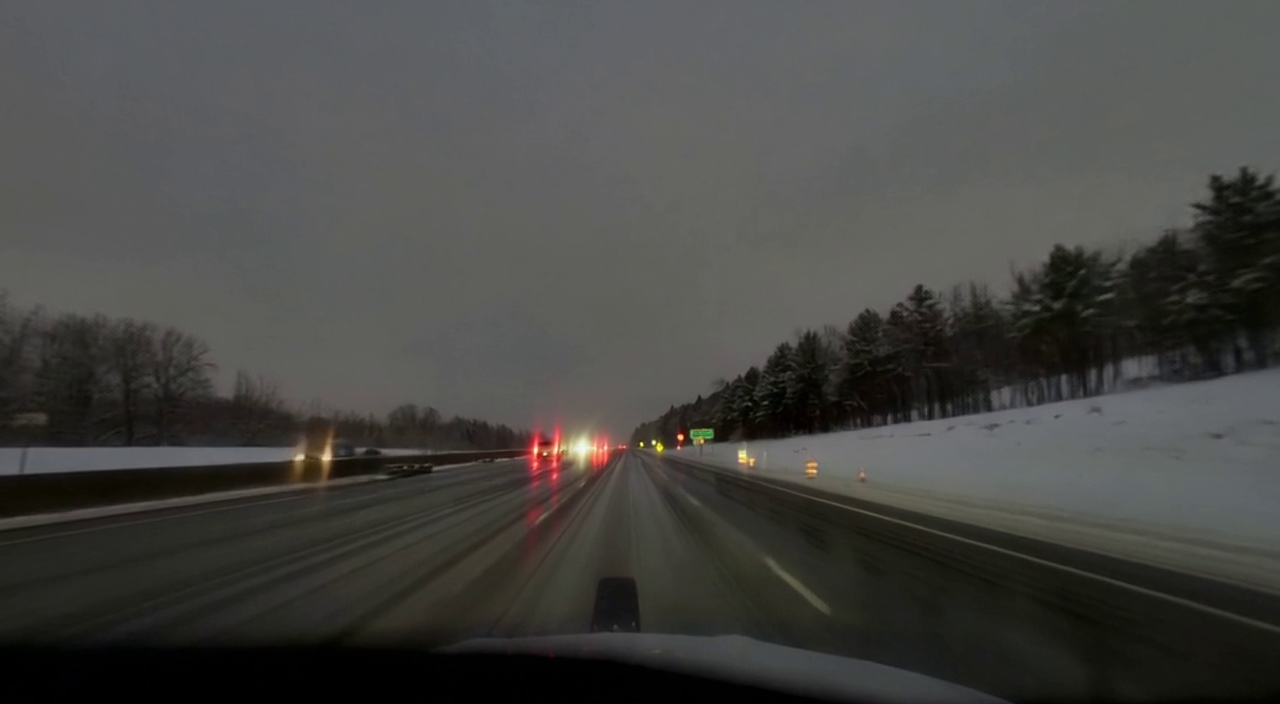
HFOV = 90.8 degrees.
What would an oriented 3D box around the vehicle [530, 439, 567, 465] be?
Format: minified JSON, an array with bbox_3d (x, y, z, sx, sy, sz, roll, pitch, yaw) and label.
[{"bbox_3d":[-6.583,7.267,45.800,2.036,1.758,4.529,0,-9,0],"label":"vehicle"}]
